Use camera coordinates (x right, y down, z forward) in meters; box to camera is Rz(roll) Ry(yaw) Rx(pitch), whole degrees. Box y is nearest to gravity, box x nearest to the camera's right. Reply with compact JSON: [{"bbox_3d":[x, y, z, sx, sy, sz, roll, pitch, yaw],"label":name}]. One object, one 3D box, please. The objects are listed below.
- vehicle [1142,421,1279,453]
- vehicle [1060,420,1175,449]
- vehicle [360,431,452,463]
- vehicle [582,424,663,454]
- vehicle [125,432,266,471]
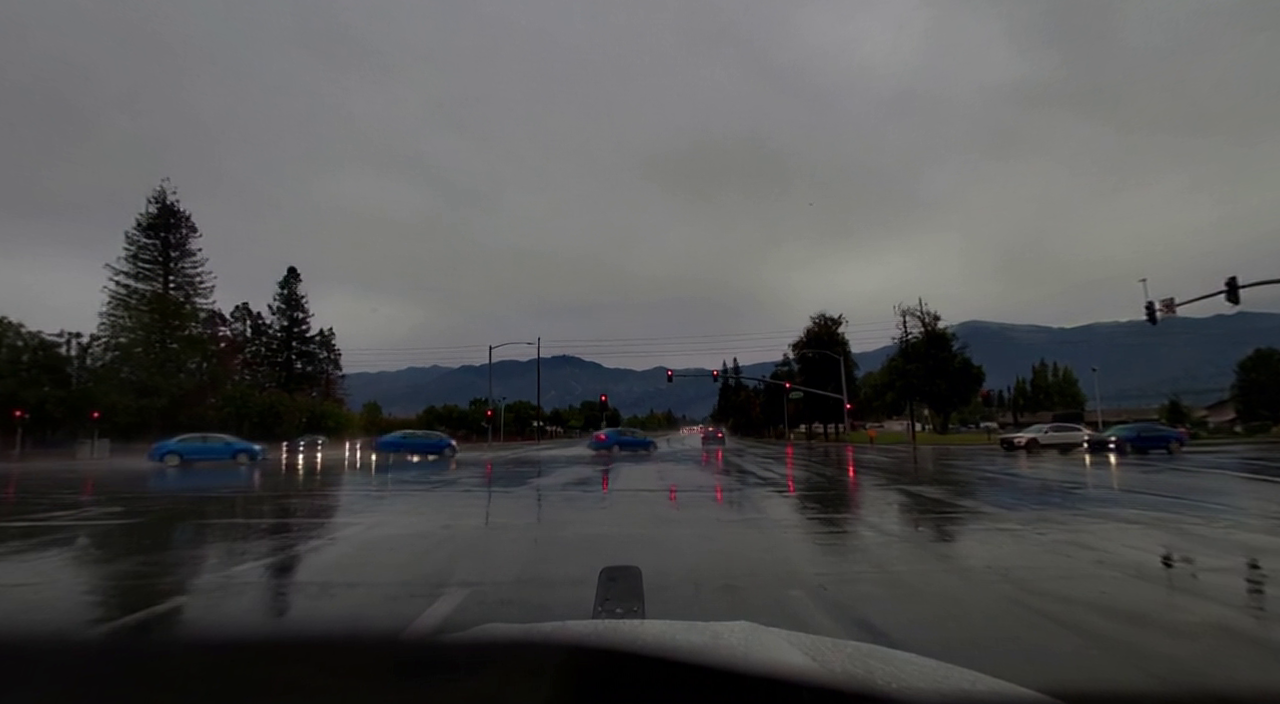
[{"bbox_3d":[27.298,4.073,30.227,4.778,1.495,1.959,0,-8,0],"label":"vehicle"},{"bbox_3d":[28.348,4.953,37.645,5.100,1.680,2.055,0,-8,1],"label":"vehicle"},{"bbox_3d":[-11.911,4.861,32.288,4.218,1.542,2.044,3,-9,-21],"label":"vehicle"},{"bbox_3d":[-1.058,5.667,40.829,2.246,1.805,5.228,-8,-12,43],"label":"vehicle"},{"bbox_3d":[-20.597,4.630,29.510,4.812,1.735,2.105,1,-9,-9],"label":"vehicle"}]
